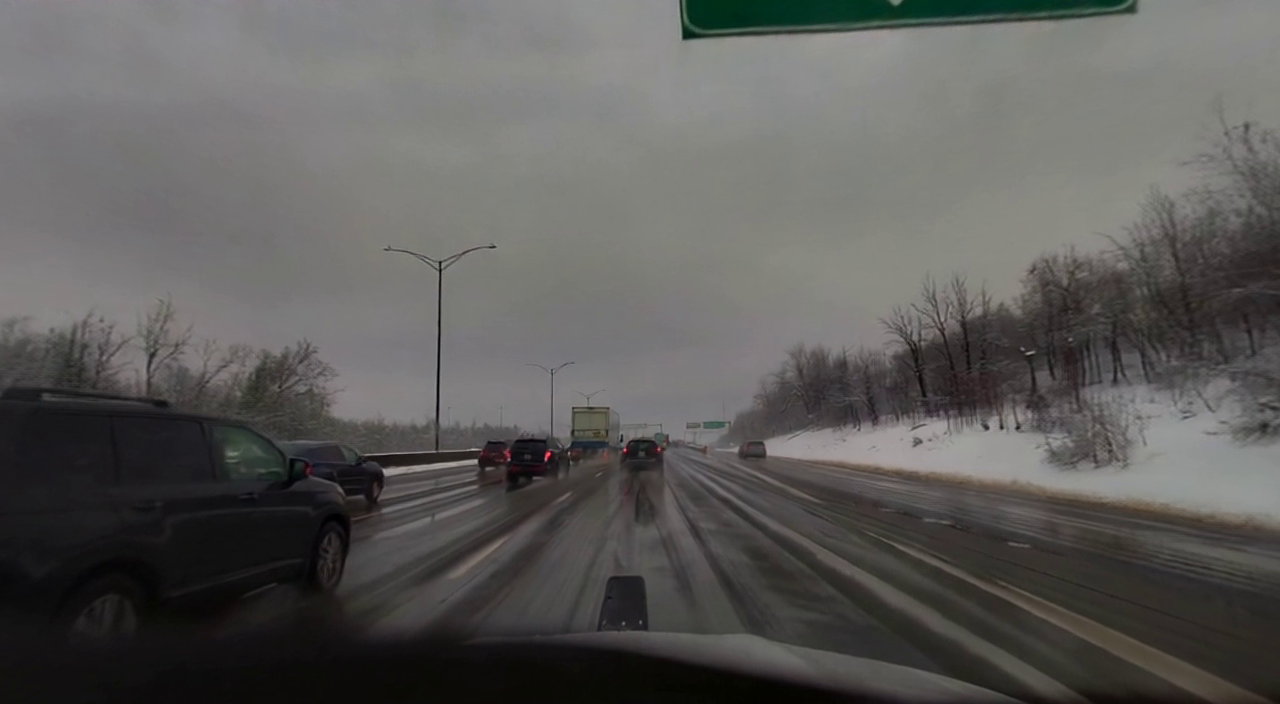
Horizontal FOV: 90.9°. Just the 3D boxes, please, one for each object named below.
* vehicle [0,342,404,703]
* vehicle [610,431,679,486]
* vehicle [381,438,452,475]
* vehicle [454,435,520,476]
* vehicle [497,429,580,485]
[{"bbox_3d":[-3.483,1.079,4.061,2.209,1.711,4.296,0,-8,1],"label":"vehicle"},{"bbox_3d":[0.147,3.649,21.956,2.180,1.716,3.920,0,-8,0],"label":"vehicle"},{"bbox_3d":[-10.921,5.136,31.119,1.894,1.669,4.251,0,-8,0],"label":"vehicle"},{"bbox_3d":[-7.025,4.809,29.485,1.998,1.770,4.222,0,-8,0],"label":"vehicle"},{"bbox_3d":[-3.513,3.755,22.800,2.125,1.792,4.466,0,-8,2],"label":"vehicle"}]
